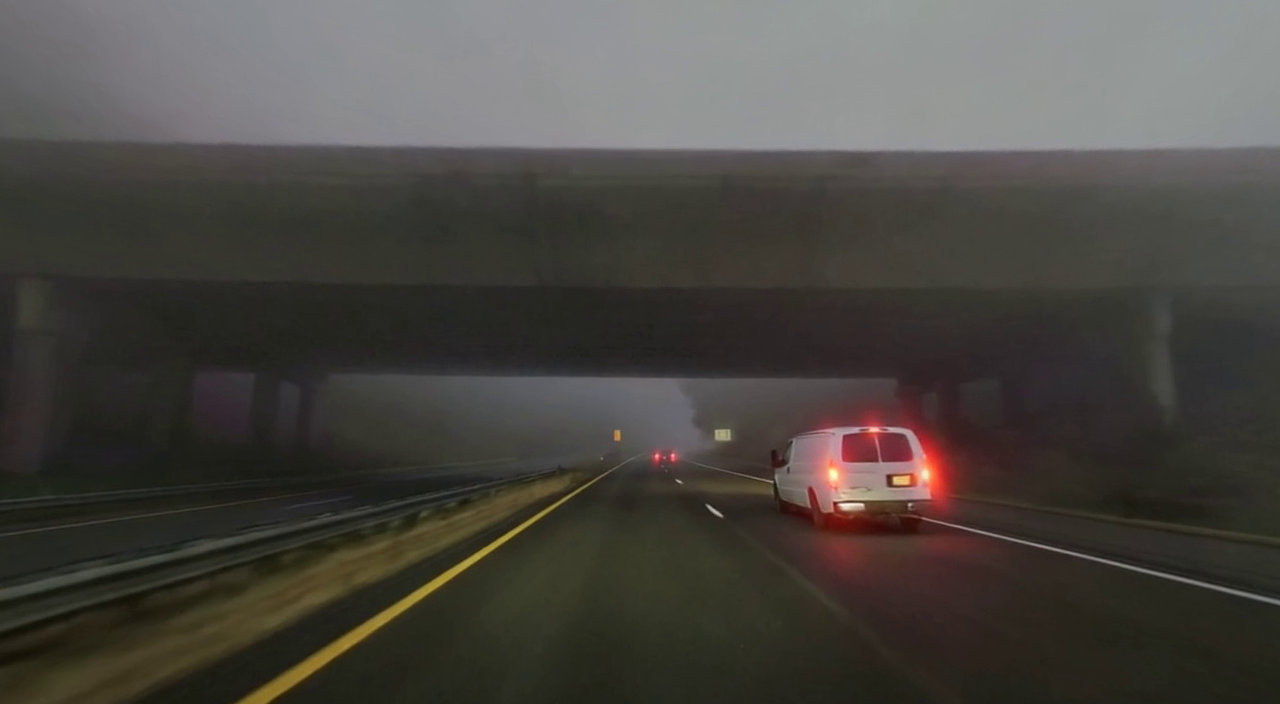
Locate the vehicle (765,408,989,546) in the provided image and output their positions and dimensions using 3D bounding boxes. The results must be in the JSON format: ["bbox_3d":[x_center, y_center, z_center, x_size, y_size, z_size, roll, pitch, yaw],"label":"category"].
[{"bbox_3d":[4.015,2.252,11.997,2.152,1.998,5.380,0,-9,0],"label":"vehicle"}]
